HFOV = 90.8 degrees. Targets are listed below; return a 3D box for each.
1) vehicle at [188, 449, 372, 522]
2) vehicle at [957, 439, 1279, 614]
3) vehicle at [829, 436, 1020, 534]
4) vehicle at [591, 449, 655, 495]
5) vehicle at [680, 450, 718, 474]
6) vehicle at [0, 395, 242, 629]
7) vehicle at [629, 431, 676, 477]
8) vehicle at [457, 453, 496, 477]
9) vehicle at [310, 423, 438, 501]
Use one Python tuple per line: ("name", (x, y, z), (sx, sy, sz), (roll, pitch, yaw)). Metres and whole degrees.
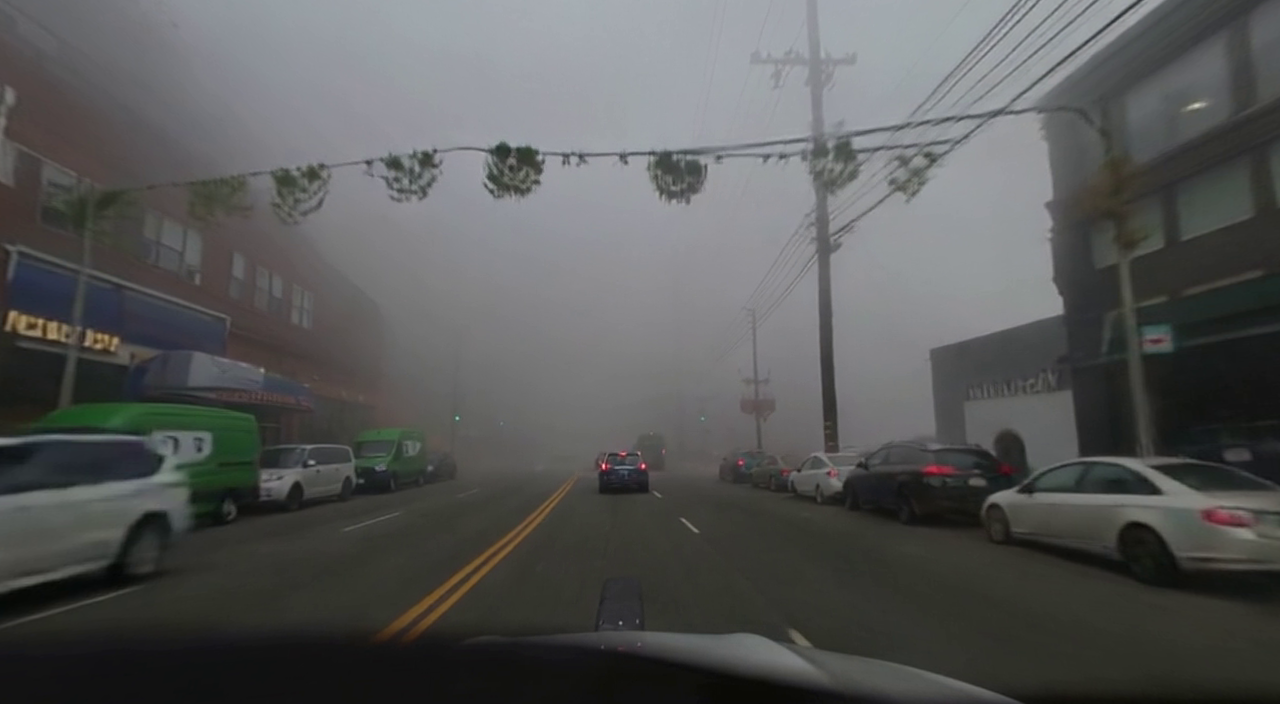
("vehicle", (-10.113, 3.750, 18.492), (2.256, 1.722, 5.644), (0, -8, -3))
("vehicle", (5.802, 1.820, 7.533), (1.943, 1.507, 3.816), (0, -8, -2))
("vehicle", (5.677, 2.665, 13.363), (1.876, 1.692, 4.492), (0, -8, -1))
("vehicle", (-0.702, 4.303, 23.056), (2.112, 1.464, 4.411), (0, -8, -4))
("vehicle", (3.989, 7.512, 43.391), (1.824, 1.481, 4.057), (1, -8, -6))
("vehicle", (-6.598, 1.463, 6.055), (2.456, 1.935, 4.769), (0, -8, -1))
("vehicle", (0.862, 6.287, 39.293), (2.649, 2.583, 5.800), (-1, -8, 3))
("vehicle", (-11.941, 8.251, 46.328), (1.962, 1.529, 4.109), (1, -8, -3))
("vehicle", (-10.348, 4.319, 25.299), (2.724, 2.739, 5.663), (0, -8, -1))
